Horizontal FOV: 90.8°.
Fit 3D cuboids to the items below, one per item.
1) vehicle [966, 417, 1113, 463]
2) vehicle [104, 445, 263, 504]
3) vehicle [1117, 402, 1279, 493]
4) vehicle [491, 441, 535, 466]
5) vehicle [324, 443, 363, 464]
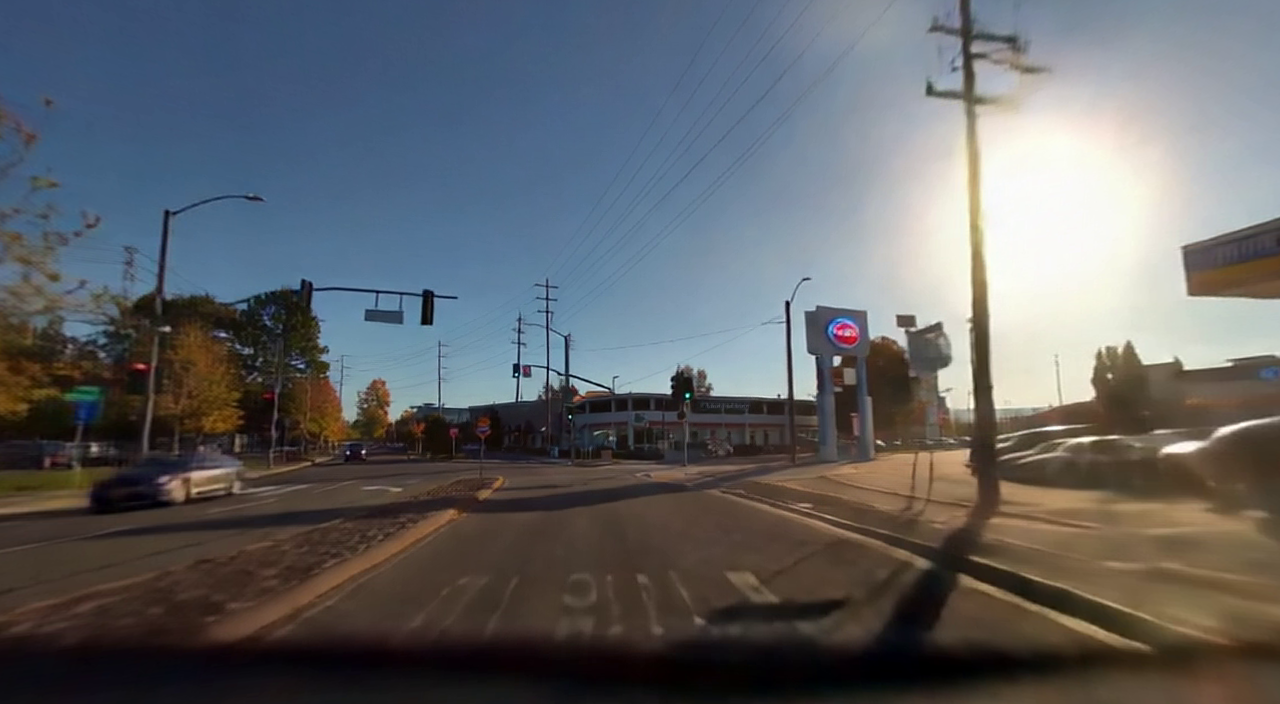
[{"bbox_3d":[14.991,3.345,23.913,4.141,1.648,2.036,0,-8,2],"label":"vehicle"},{"bbox_3d":[-12.924,3.426,18.293,1.863,1.439,4.351,1,-8,-9],"label":"vehicle"},{"bbox_3d":[13.687,2.098,13.884,4.444,1.815,2.239,-1,-9,3],"label":"vehicle"},{"bbox_3d":[-8.227,6.505,40.738,2.094,1.500,3.682,3,-9,-21],"label":"vehicle"},{"bbox_3d":[-22.322,7.580,47.461,2.207,1.503,4.561,4,-9,-29],"label":"vehicle"}]
